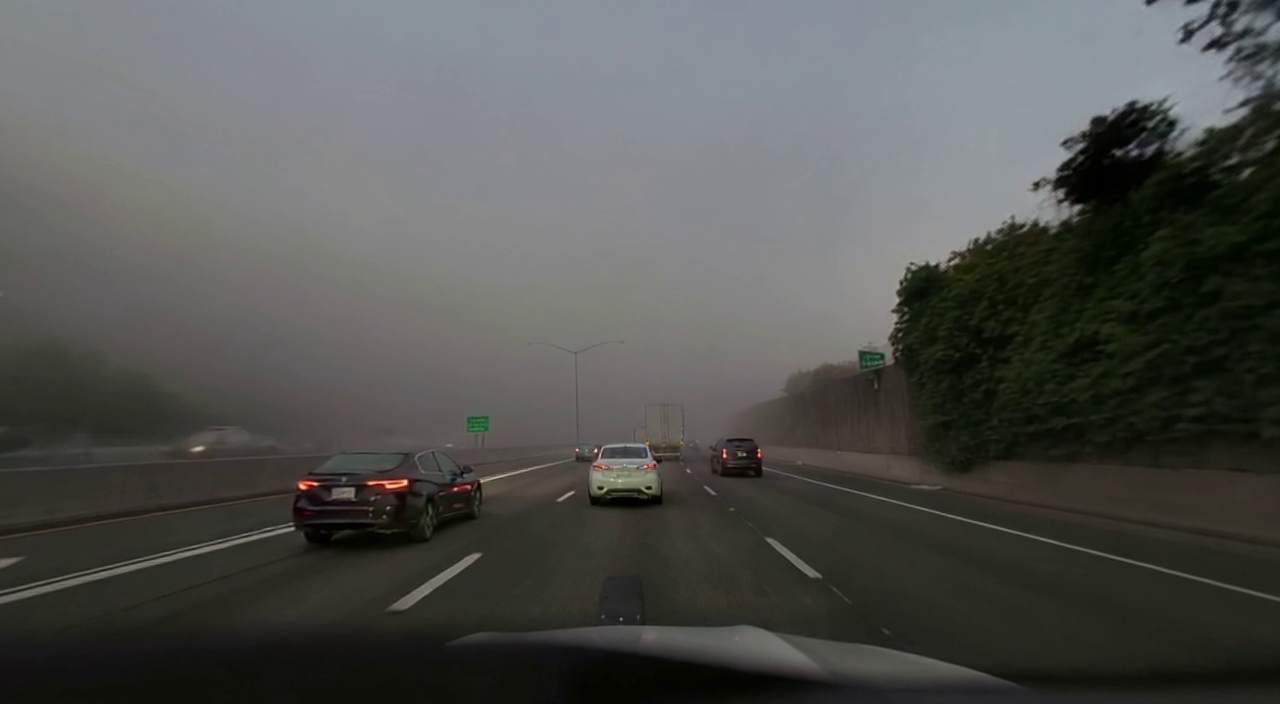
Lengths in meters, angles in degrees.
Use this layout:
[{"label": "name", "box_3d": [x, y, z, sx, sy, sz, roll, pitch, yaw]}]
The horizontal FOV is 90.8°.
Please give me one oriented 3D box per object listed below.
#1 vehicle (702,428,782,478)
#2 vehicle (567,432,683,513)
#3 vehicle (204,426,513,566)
[{"label": "vehicle", "box_3d": [3.686, 3.755, 23.688, 2.166, 1.666, 4.618, 0, -9, -1]}, {"label": "vehicle", "box_3d": [-0.252, 2.542, 13.753, 2.136, 1.470, 3.971, 0, -9, 1]}, {"label": "vehicle", "box_3d": [-3.528, 1.926, 9.319, 2.130, 1.474, 5.027, -1, -9, 2]}]
